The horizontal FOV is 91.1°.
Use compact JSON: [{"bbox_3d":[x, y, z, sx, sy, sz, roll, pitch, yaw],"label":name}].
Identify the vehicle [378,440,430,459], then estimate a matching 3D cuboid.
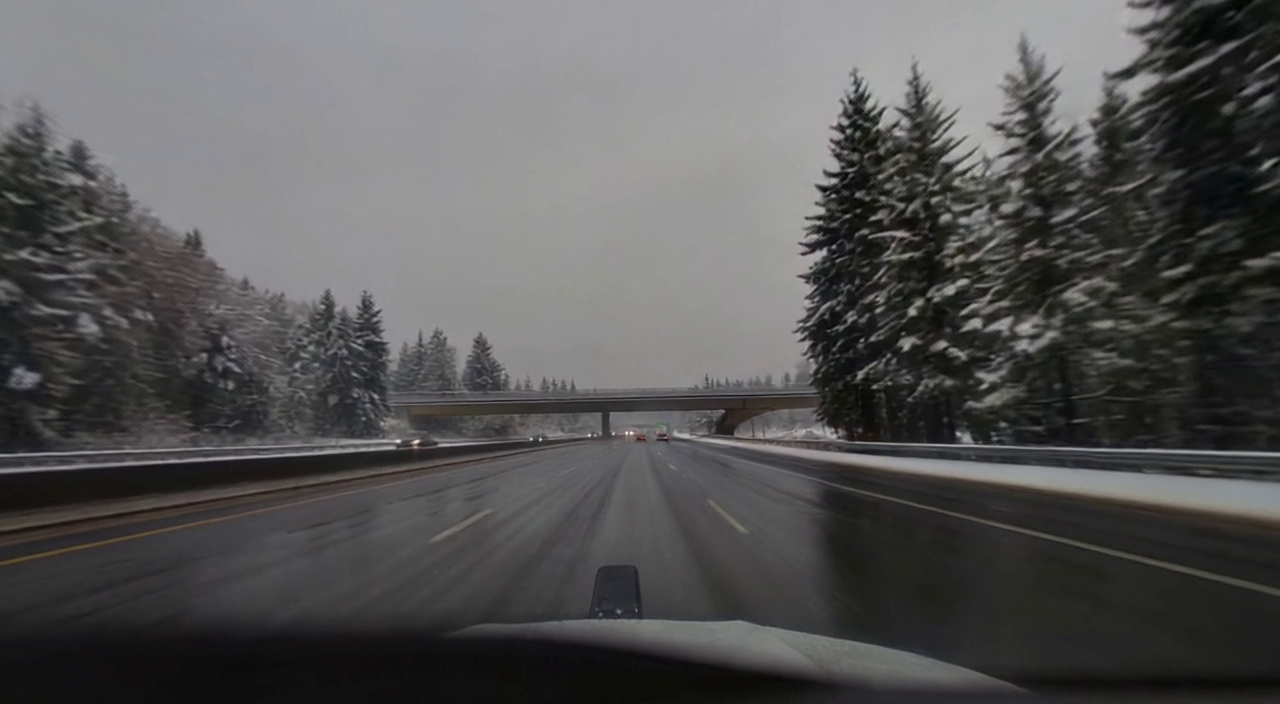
[{"bbox_3d":[-17.169,7.094,45.999,2.058,1.339,4.443,0,-8,0],"label":"vehicle"}]
